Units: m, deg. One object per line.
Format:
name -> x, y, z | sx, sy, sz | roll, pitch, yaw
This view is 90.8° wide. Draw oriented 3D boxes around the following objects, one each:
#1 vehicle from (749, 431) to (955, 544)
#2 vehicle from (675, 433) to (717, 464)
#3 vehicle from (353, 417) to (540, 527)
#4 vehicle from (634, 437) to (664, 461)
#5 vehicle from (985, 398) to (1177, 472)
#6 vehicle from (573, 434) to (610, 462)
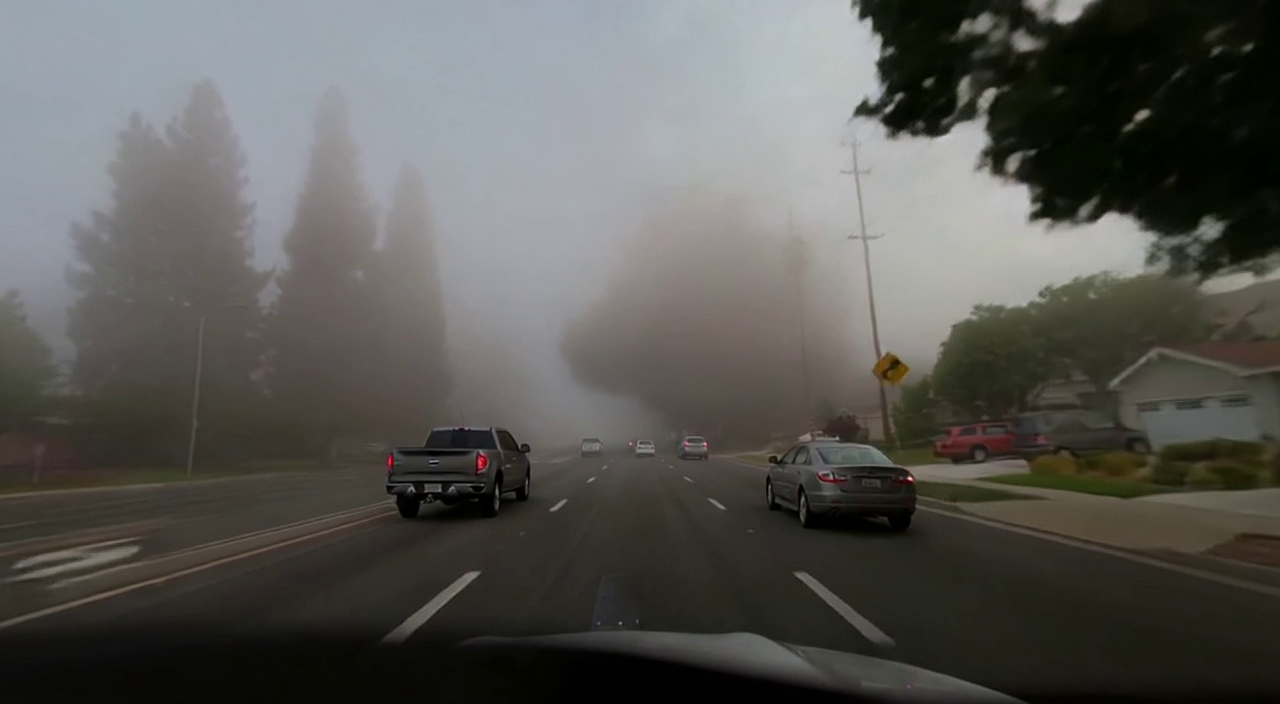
vehicle -> 3.153, 2.066, 10.449 | 1.884, 1.463, 4.195 | 0, -8, -1
vehicle -> 3.477, 6.066, 40.097 | 2.099, 1.845, 4.363 | 0, -8, -2
vehicle -> -3.519, 2.283, 12.818 | 2.111, 1.745, 5.274 | 0, -8, 0
vehicle -> 0.613, 6.936, 45.498 | 1.997, 1.636, 3.760 | 0, -8, -2
vehicle -> 14.951, 2.848, 21.678 | 4.801, 2.233, 2.222 | -2, -8, -1
vehicle -> -3.349, 6.699, 44.367 | 2.218, 1.829, 4.492 | 0, -8, 0
